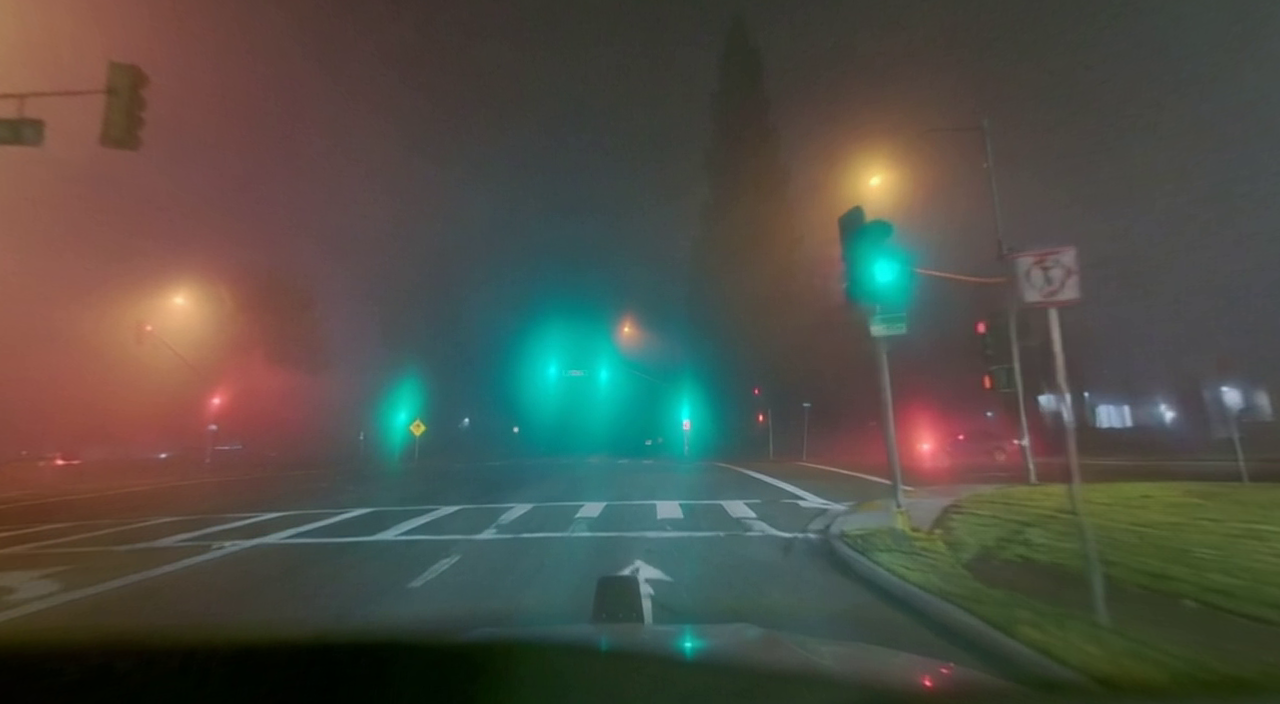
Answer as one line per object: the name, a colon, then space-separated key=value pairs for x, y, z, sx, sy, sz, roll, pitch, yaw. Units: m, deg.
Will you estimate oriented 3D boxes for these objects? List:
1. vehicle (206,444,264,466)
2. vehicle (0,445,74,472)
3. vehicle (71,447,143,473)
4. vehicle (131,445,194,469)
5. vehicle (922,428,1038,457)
vehicle: x=-27.533 y=7.005 z=43.060 sx=1.665 sy=1.386 sz=4.012 roll=1 pitch=-8 yaw=-6
vehicle: x=-38.654 y=6.763 z=40.320 sx=1.959 sy=1.590 sz=4.105 roll=2 pitch=-8 yaw=-15
vehicle: x=-34.634 y=6.989 z=41.170 sx=2.000 sy=1.582 sz=4.063 roll=2 pitch=-8 yaw=-16
vehicle: x=-31.863 y=7.002 z=42.318 sx=1.816 sy=1.423 sz=4.126 roll=2 pitch=-8 yaw=-14
vehicle: x=17.025 y=4.560 z=31.841 sx=4.720 sy=1.410 sz=1.784 roll=-1 pitch=-8 yaw=9
